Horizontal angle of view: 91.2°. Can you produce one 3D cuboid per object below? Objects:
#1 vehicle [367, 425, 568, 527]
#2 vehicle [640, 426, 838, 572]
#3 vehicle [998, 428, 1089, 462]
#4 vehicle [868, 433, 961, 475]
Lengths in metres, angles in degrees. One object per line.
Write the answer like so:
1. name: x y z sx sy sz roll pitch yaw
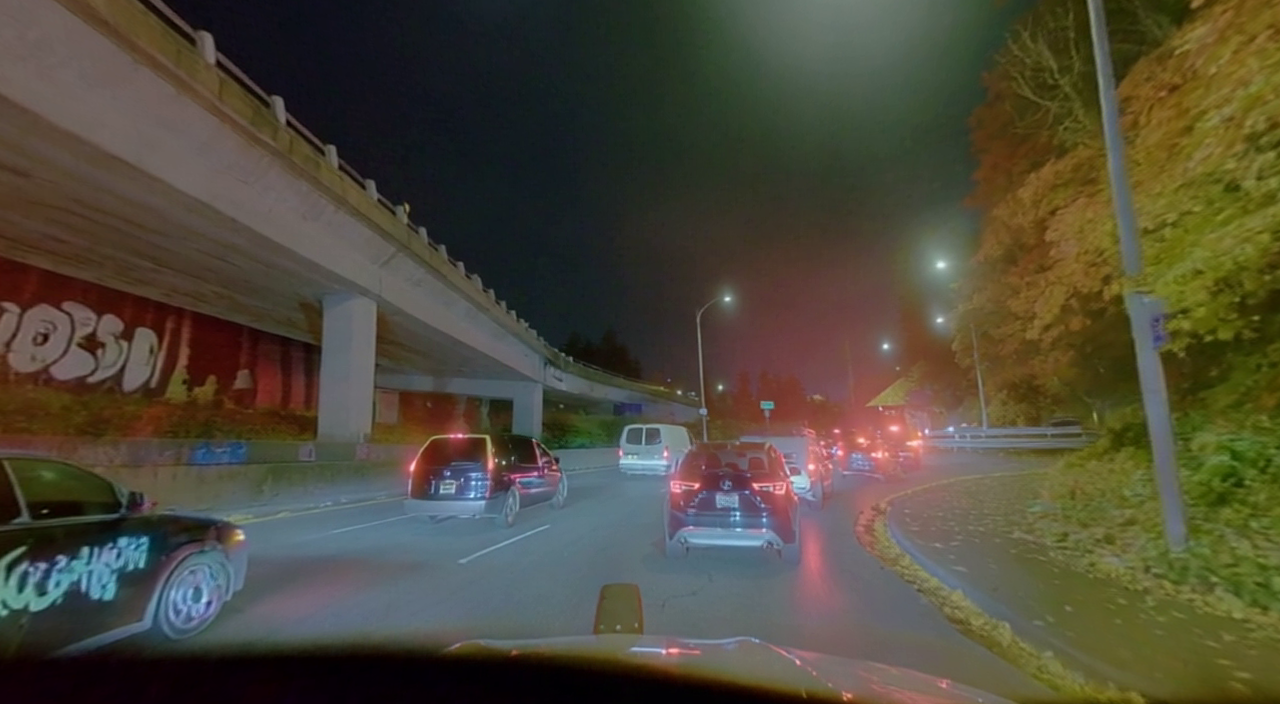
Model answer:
1. vehicle: -2.972 2.257 11.896 1.921 1.554 4.081 -3 -9 13
2. vehicle: 1.584 1.871 8.725 2.064 1.515 3.722 -3 -9 18
3. vehicle: 18.796 4.333 29.180 3.934 1.485 1.763 5 -10 -29
4. vehicle: 10.646 3.916 24.160 3.902 1.446 1.780 8 -12 -42
